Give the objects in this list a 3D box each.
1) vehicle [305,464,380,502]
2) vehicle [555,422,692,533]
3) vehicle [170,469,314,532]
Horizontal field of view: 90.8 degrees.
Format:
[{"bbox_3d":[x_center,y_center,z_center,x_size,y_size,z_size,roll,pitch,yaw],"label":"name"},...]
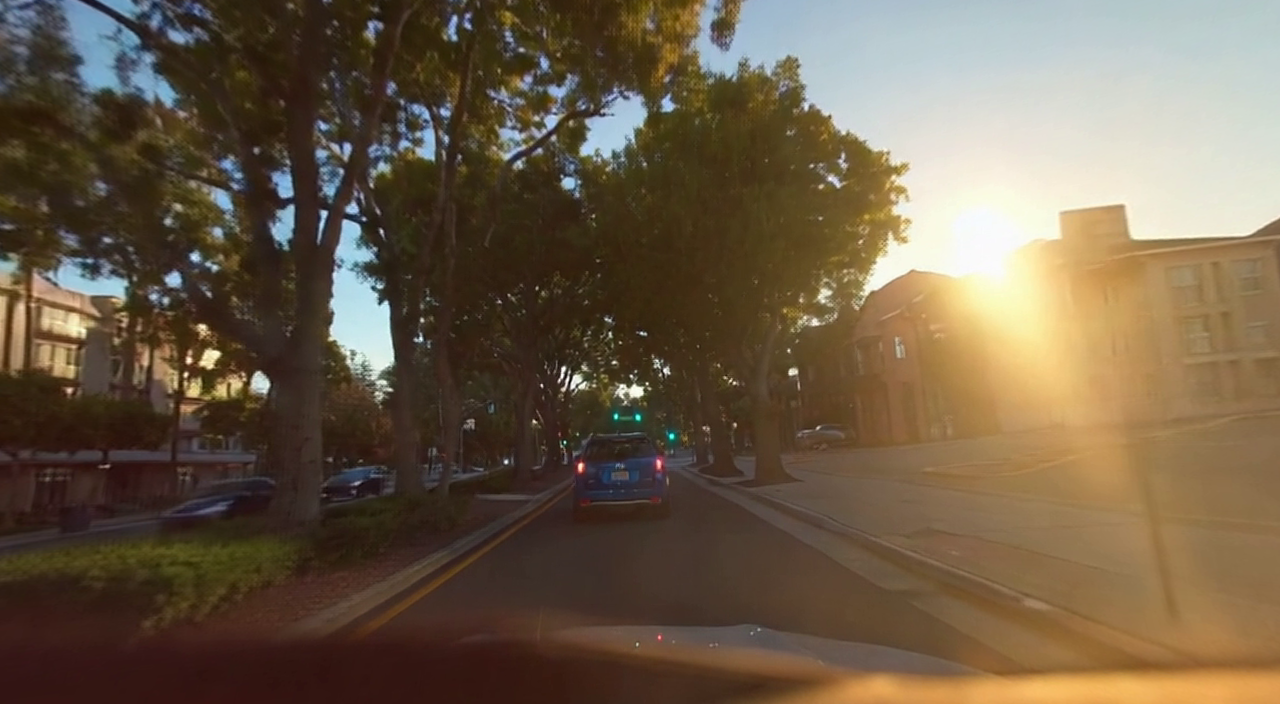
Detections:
[{"bbox_3d":[-15.673,6.902,33.534,1.785,1.699,4.328,0,-8,0],"label":"vehicle"},{"bbox_3d":[-0.295,2.253,11.877,2.136,1.703,3.910,0,-8,-1],"label":"vehicle"},{"bbox_3d":[-12.152,4.523,19.701,1.714,1.578,4.218,0,-8,0],"label":"vehicle"}]
